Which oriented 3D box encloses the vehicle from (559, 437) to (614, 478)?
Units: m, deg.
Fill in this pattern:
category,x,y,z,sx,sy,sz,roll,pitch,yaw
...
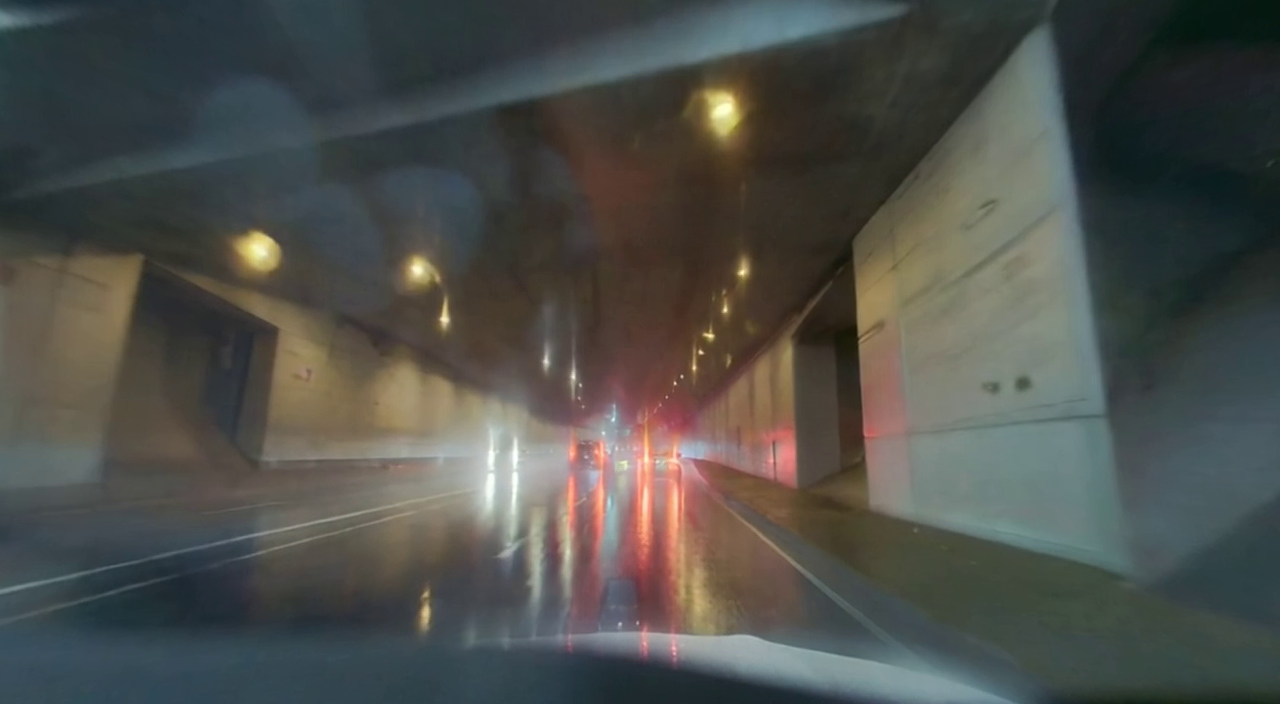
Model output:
category,x,y,z,sx,sy,sz,roll,pitch,yaw
vehicle,-2.434,4.940,29.751,1.961,1.725,4.315,0,-9,3
